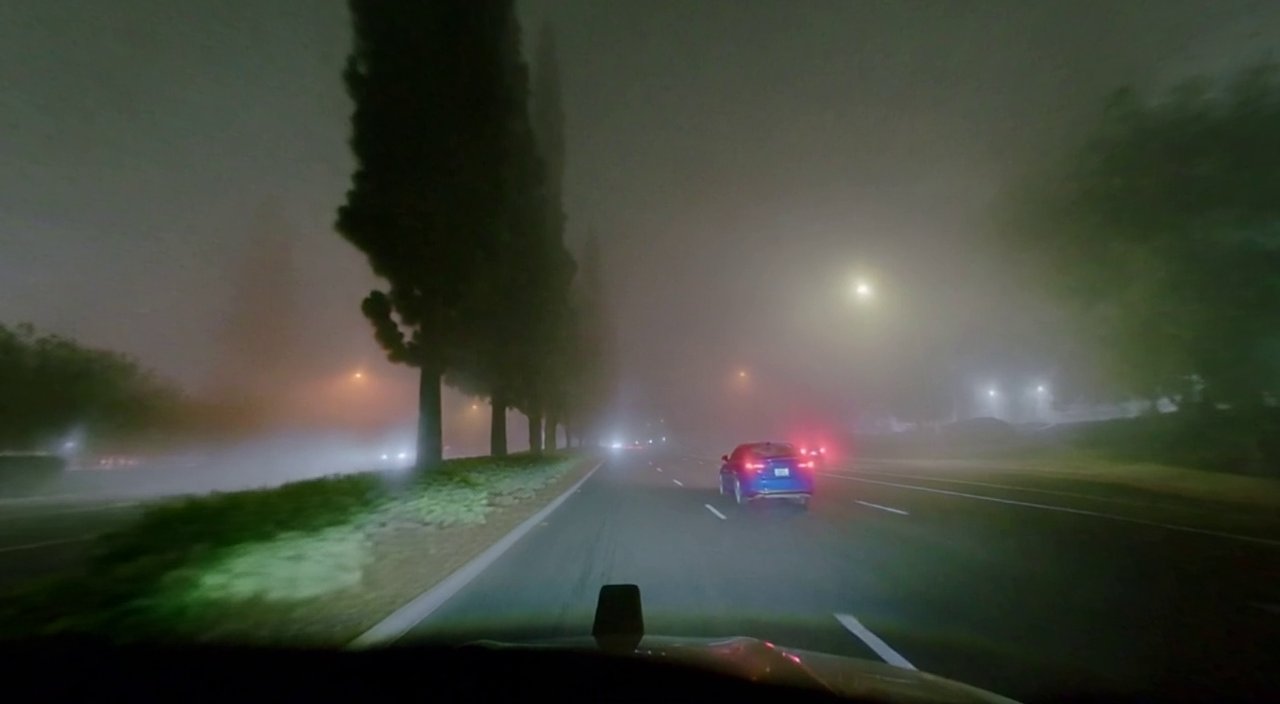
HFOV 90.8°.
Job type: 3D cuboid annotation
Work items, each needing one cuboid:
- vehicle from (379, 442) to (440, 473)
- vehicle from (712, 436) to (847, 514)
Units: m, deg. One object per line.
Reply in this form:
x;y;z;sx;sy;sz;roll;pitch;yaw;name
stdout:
-15.738;7.207;43.510;2.234;1.957;5.941;0;-8;-3;vehicle
2.927;2.668;14.276;1.950;1.473;4.259;0;-8;-2;vehicle
